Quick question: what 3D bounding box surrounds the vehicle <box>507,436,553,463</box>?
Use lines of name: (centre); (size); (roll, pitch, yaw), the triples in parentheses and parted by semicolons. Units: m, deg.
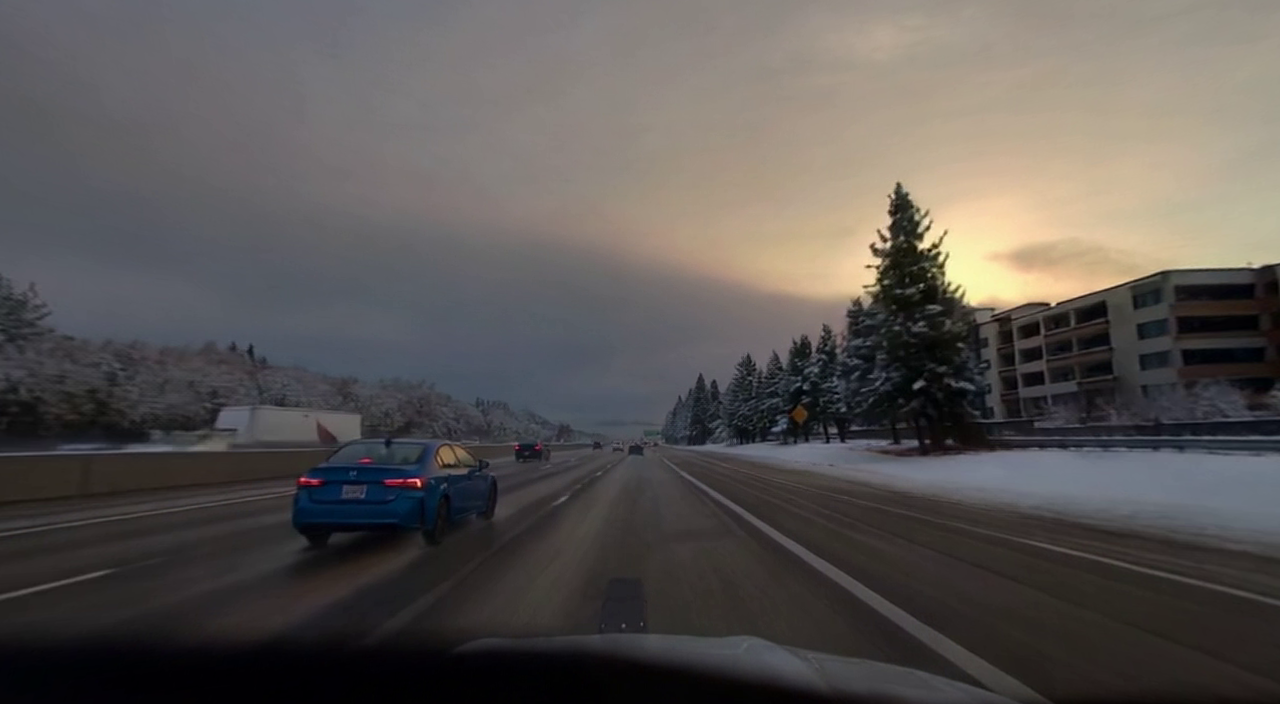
vehicle: (-7.194, 6.455, 41.699); (2.118, 1.675, 4.395); (0, -8, 1)

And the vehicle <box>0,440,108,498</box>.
vehicle: (-17.405, 3.162, 17.302); (1.812, 1.481, 4.294); (0, -8, 1)

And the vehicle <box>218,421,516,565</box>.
vehicle: (-3.489, 1.908, 9.441); (2.144, 1.565, 4.951); (0, -8, 1)

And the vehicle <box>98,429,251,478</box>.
vehicle: (-21.078, 4.641, 29.077); (2.462, 2.008, 6.004); (0, -8, 0)
